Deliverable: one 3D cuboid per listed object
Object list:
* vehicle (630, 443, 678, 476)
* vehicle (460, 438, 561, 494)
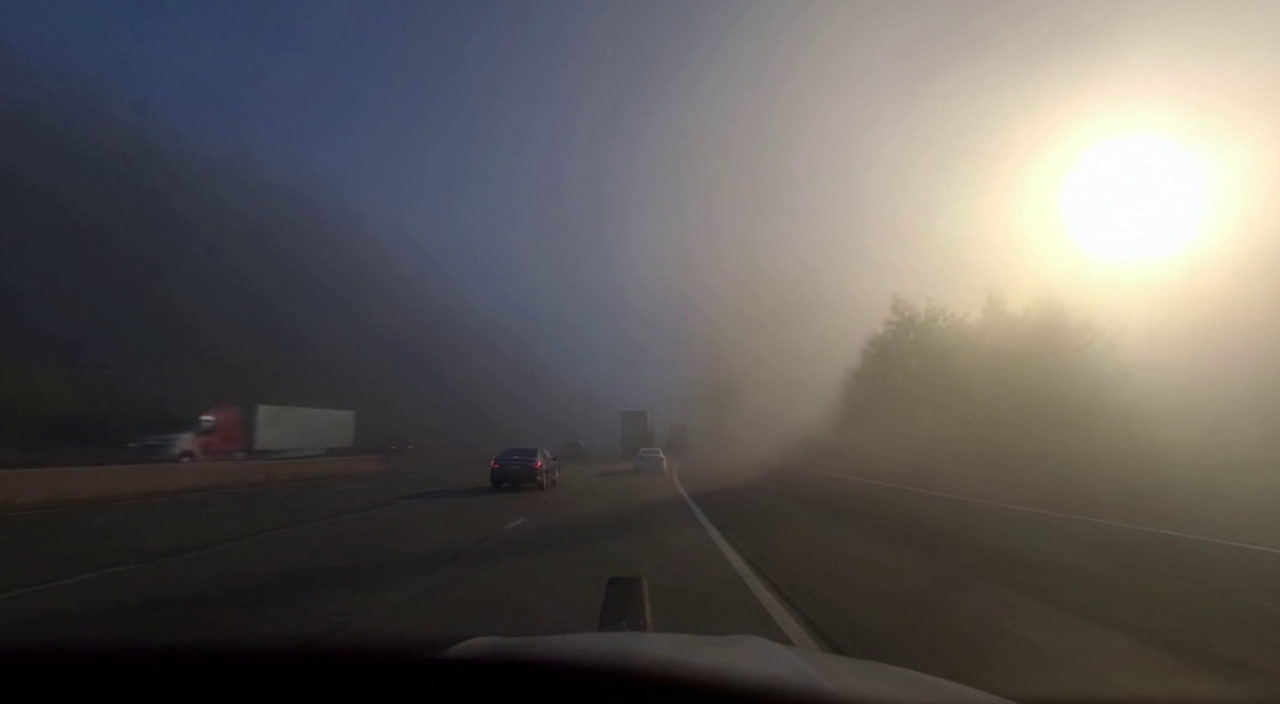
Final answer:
[{"bbox_3d":[0.642,4.708,27.830,1.984,1.365,3.767,0,-9,2],"label":"vehicle"},{"bbox_3d":[-3.747,3.389,19.165,1.916,1.486,4.631,0,-9,2],"label":"vehicle"}]
